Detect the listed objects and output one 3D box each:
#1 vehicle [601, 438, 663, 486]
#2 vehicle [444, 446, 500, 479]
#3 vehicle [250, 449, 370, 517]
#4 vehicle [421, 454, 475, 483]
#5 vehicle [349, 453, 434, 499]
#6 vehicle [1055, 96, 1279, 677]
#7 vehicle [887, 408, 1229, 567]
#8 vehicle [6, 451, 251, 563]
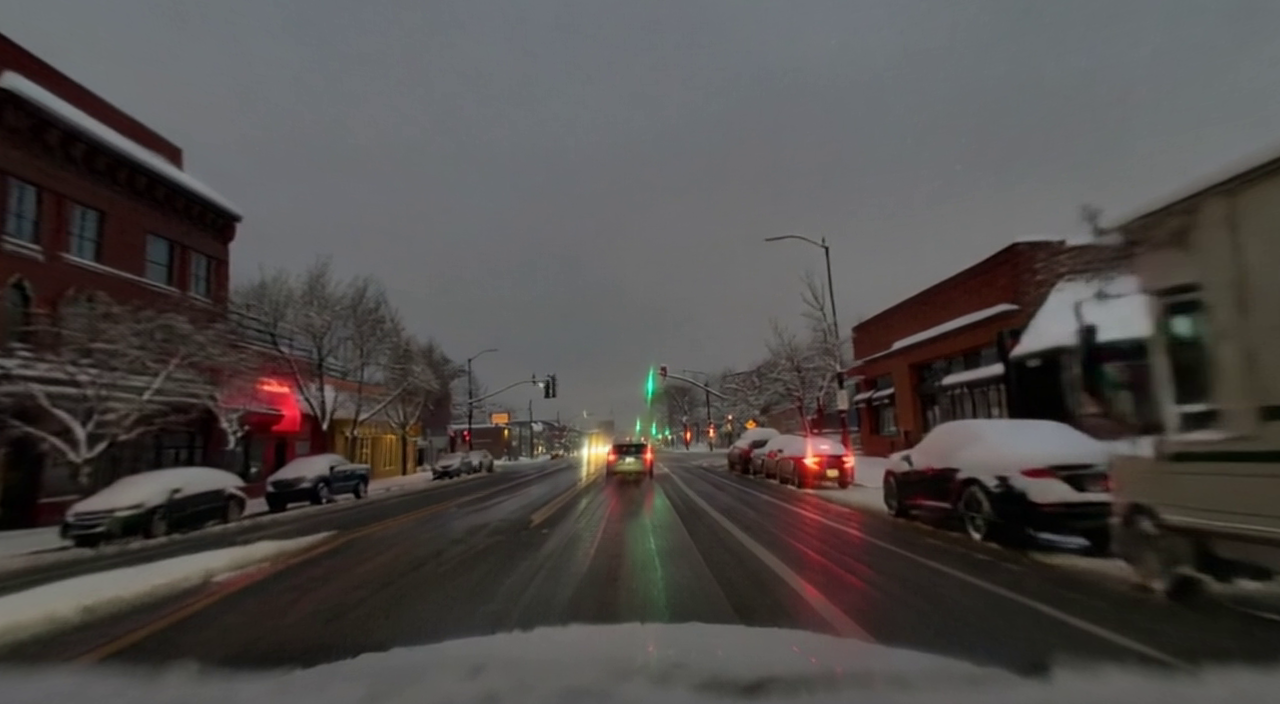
[{"bbox_3d":[-0.305,4.030,23.539,2.086,1.575,4.205,0,-8,-1],"label":"vehicle"},{"bbox_3d":[-11.420,7.503,43.475,2.240,2.052,5.872,0,-8,0],"label":"vehicle"},{"bbox_3d":[-11.450,4.499,22.333,1.872,1.731,4.656,-4,-6,-2],"label":"vehicle"},{"bbox_3d":[-11.224,6.813,37.254,1.868,1.502,4.626,0,-8,-2],"label":"vehicle"},{"bbox_3d":[-11.232,5.594,28.929,1.920,1.498,4.591,-5,-6,1],"label":"vehicle"},{"bbox_3d":[5.422,-0.050,2.142,2.893,3.553,7.295,0,-8,0],"label":"vehicle"},{"bbox_3d":[5.678,1.883,9.579,1.950,1.788,4.658,0,-8,0],"label":"vehicle"},{"bbox_3d":[-11.259,3.339,14.404,2.055,1.685,4.370,-5,-5,-1],"label":"vehicle"}]
